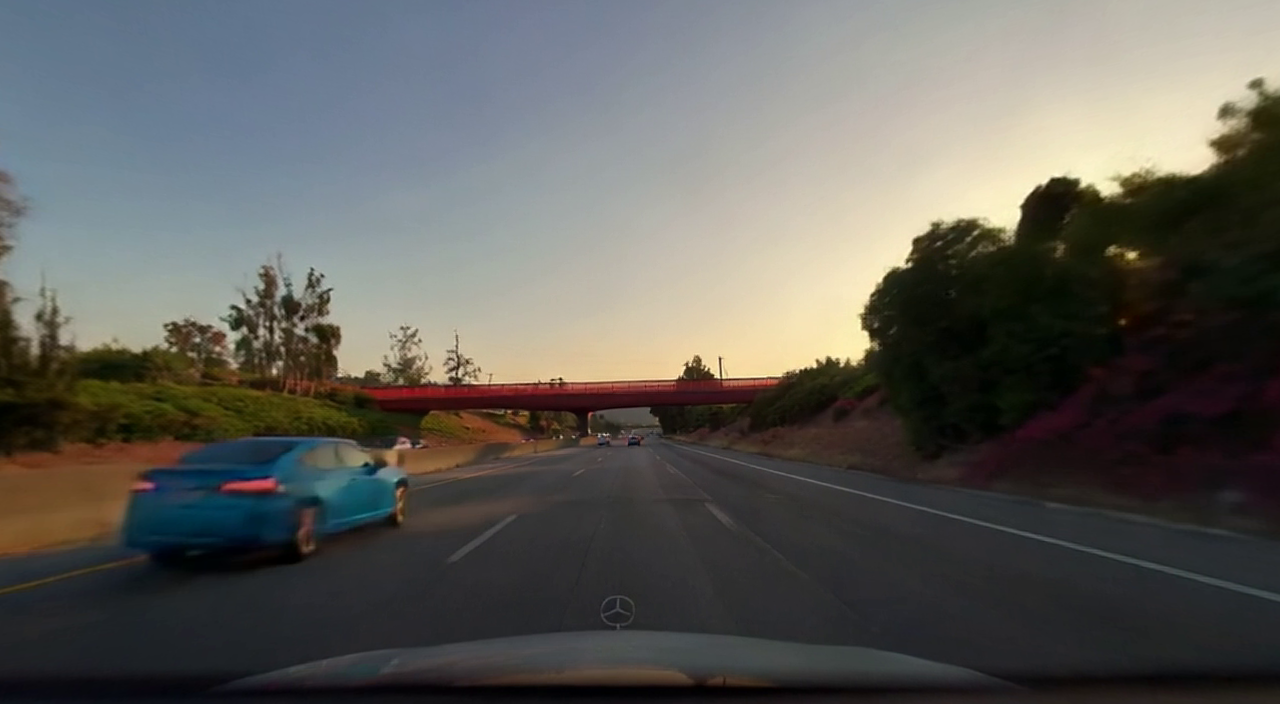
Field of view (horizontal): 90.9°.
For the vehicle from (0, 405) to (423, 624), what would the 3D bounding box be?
[{"bbox_3d":[-4.128,1.458,6.753,2.074,1.535,4.437,0,-8,-1],"label":"vehicle"}]
